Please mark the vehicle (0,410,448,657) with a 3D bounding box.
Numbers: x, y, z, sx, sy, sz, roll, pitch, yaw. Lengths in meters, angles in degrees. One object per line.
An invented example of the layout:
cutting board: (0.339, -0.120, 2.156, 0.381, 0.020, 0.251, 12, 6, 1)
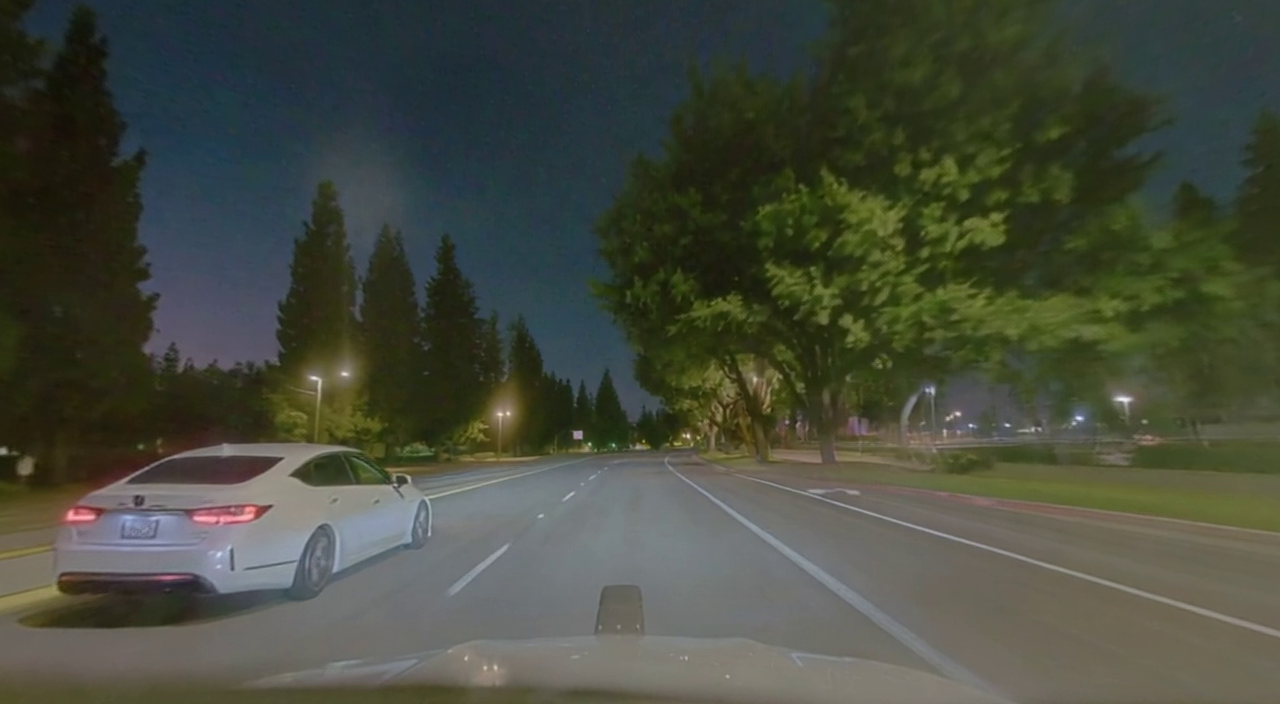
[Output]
vehicle: (-3.524, 1.453, 6.150, 1.915, 1.521, 4.283, 0, -8, 1)
